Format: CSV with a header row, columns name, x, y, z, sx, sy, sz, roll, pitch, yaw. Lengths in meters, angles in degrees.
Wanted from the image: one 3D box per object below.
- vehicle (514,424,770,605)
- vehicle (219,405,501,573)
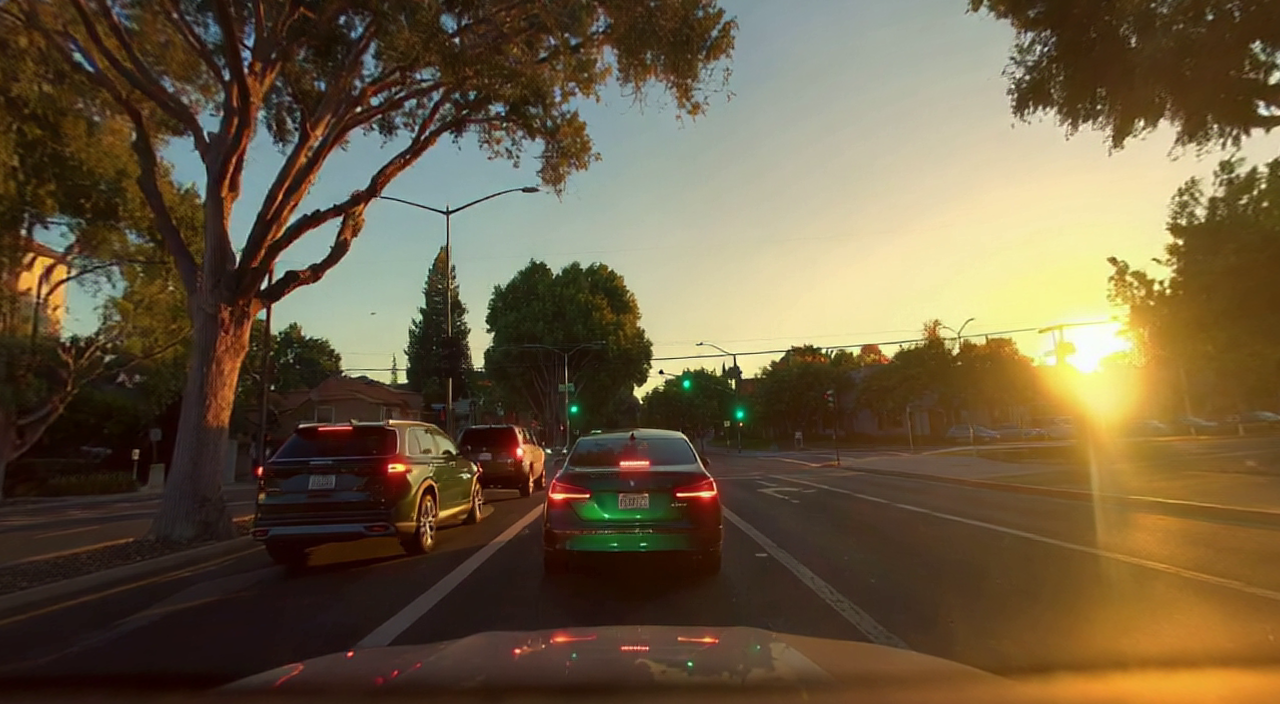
name,x,y,z,sx,sy,sz,roll,pitch,yaw
vehicle,-0.039,1.646,7.310,2.126,1.475,3.967,0,-8,-2
vehicle,-3.413,1.754,8.822,2.046,1.751,4.208,0,-8,-1
